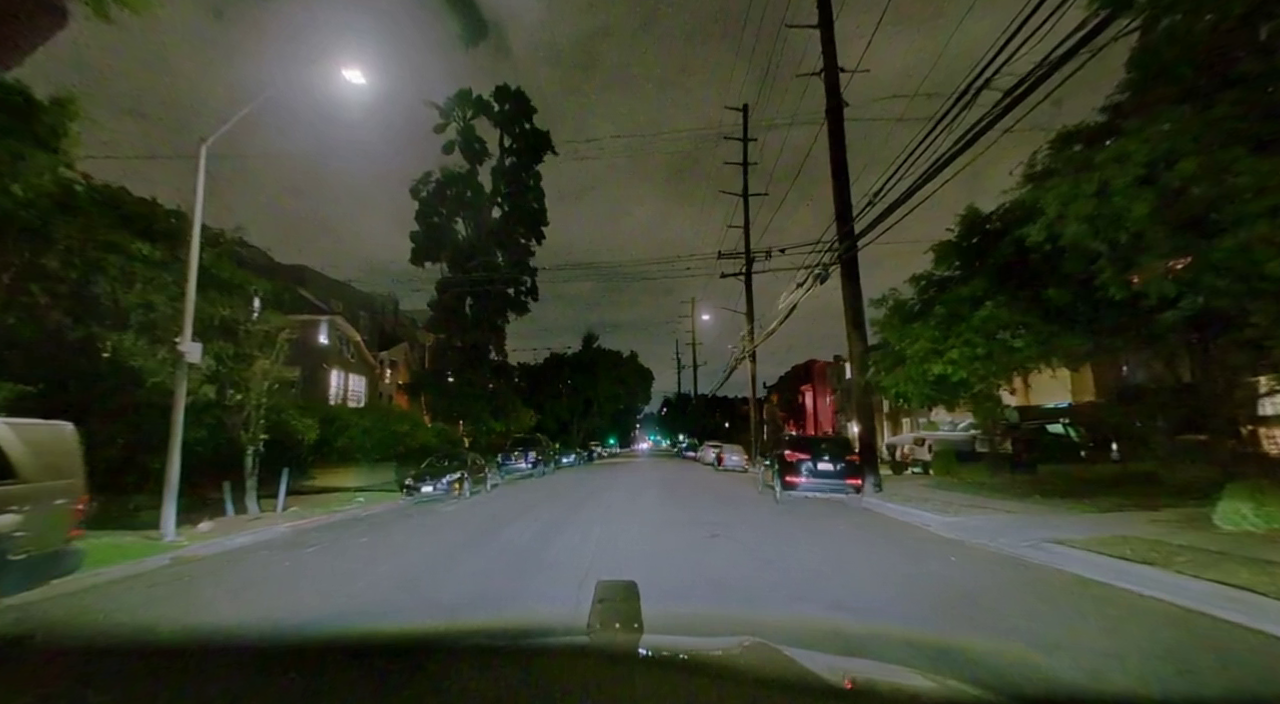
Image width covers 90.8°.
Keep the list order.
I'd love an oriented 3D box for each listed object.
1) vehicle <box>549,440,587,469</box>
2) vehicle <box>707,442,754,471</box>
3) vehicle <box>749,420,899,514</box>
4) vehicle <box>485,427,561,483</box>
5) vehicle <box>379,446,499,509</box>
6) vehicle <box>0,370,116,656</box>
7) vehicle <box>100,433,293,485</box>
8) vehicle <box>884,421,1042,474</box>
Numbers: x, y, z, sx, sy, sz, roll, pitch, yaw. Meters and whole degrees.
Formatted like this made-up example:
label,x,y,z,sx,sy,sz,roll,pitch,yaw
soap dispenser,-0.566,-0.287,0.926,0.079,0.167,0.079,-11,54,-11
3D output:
label,x,y,z,sx,sy,sz,roll,pitch,yaw
vehicle,-4.797,6.888,42.616,1.873,1.709,4.206,-4,-8,1
vehicle,4.694,5.486,33.400,1.893,1.437,4.369,0,-8,0
vehicle,3.872,2.507,14.198,2.049,1.776,4.285,0,-9,0
vehicle,-5.073,4.551,28.245,2.242,2.135,5.566,-2,-8,1
vehicle,-5.330,3.348,17.402,1.824,1.417,4.395,-2,-8,1
vehicle,-5.486,0.909,2.794,2.211,1.914,4.728,-2,-8,1
vehicle,-16.316,3.944,23.390,5.908,1.762,2.107,-2,-9,8
vehicle,11.763,3.507,23.280,4.659,1.819,2.001,0,-8,0
